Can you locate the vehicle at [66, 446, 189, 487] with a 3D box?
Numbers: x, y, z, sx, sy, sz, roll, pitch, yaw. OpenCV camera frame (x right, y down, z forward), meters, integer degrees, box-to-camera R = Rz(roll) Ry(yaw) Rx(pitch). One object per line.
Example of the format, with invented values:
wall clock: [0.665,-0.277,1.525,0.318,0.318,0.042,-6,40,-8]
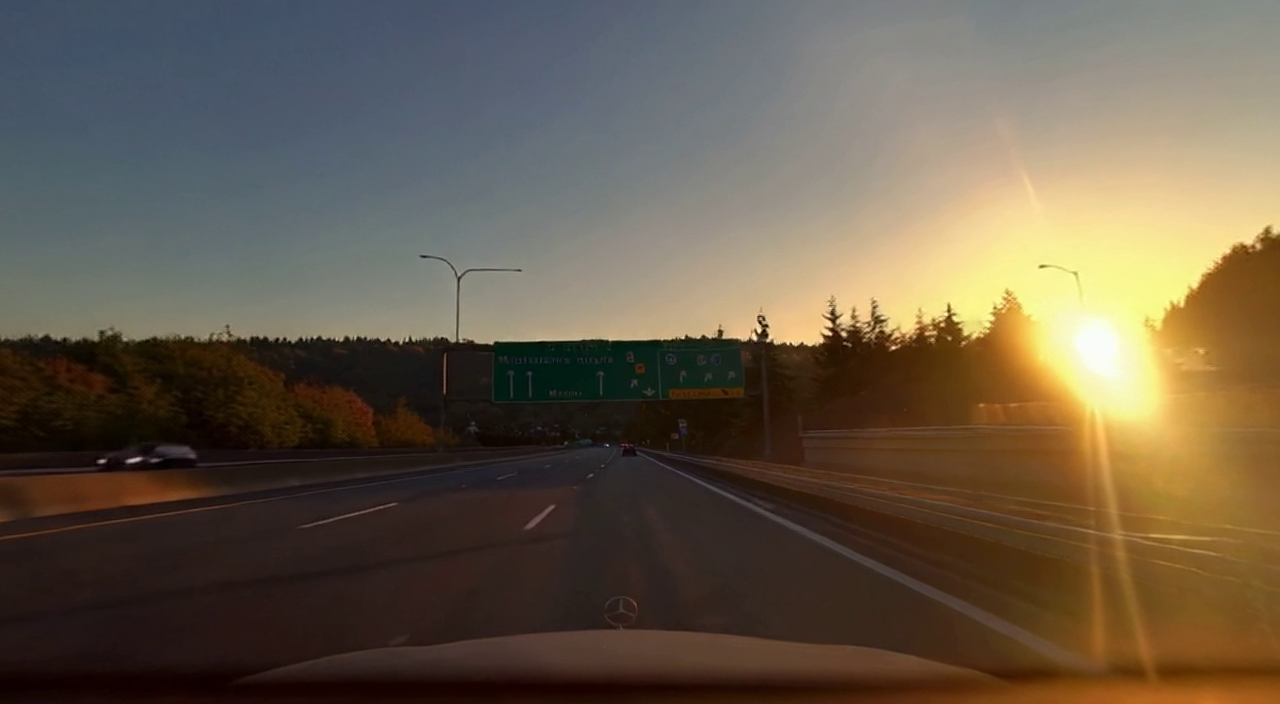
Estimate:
vehicle: [-21.846,4.876,27.065,1.812,1.593,4.308,0,-9,-3]
